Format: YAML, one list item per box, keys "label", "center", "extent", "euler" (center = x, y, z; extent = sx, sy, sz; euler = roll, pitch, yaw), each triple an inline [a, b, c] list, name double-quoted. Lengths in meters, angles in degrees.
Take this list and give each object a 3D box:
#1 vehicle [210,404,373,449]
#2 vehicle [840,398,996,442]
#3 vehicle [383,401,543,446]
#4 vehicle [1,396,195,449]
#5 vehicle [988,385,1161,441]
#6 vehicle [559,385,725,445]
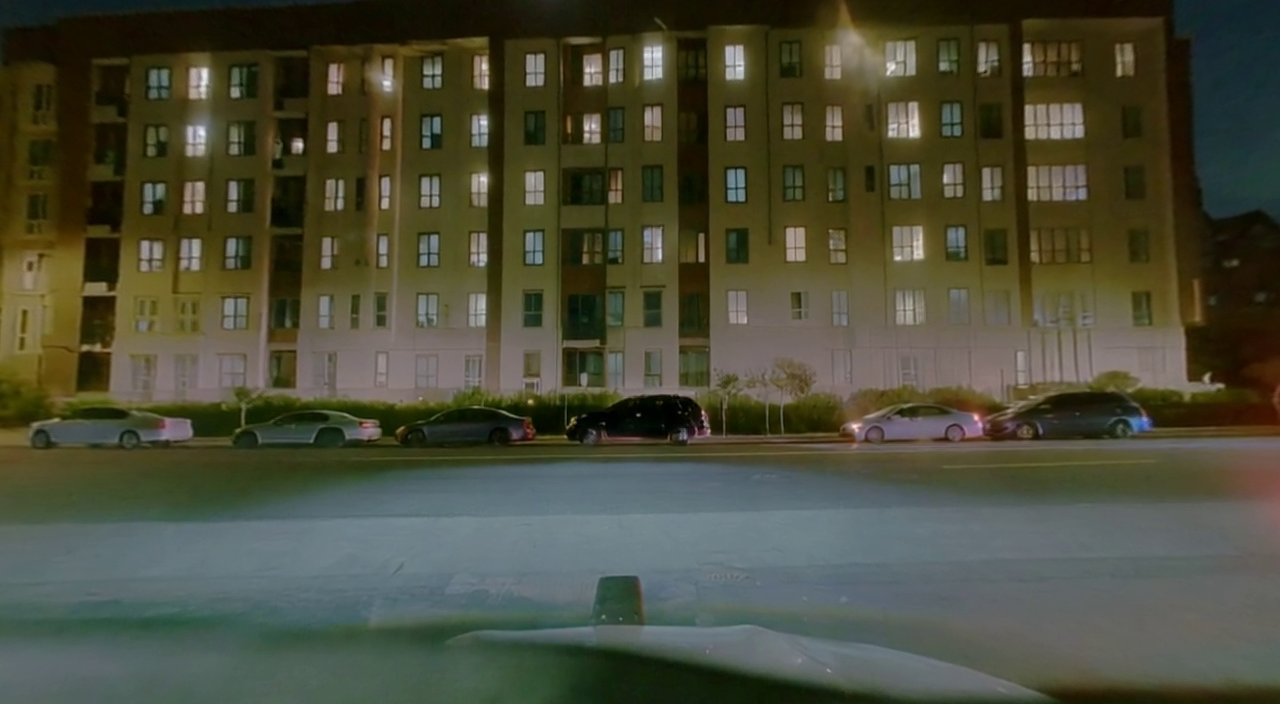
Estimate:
- label: "vehicle"
  center: [-11.439, 2.490, 20.983]
  extent: [4.336, 1.438, 1.776]
  euler: [0, -8, -3]
- label: "vehicle"
  center: [9.391, 2.317, 21.539]
  extent: [4.521, 1.411, 1.726]
  euler: [1, -6, -4]
- label: "vehicle"
  center: [-5.777, 2.424, 21.118]
  extent: [4.851, 1.339, 1.785]
  euler: [0, -10, -3]
- label: "vehicle"
  center: [-17.541, 2.330, 20.667]
  extent: [4.426, 1.641, 1.889]
  euler: [0, -8, -5]
- label: "vehicle"
  center: [14.983, 2.092, 21.971]
  extent: [4.544, 1.780, 1.966]
  euler: [-1, -5, -1]
- label: "vehicle"
  center: [0.011, 2.173, 21.295]
  extent: [5.299, 1.860, 2.098]
  euler: [1, -9, -5]
